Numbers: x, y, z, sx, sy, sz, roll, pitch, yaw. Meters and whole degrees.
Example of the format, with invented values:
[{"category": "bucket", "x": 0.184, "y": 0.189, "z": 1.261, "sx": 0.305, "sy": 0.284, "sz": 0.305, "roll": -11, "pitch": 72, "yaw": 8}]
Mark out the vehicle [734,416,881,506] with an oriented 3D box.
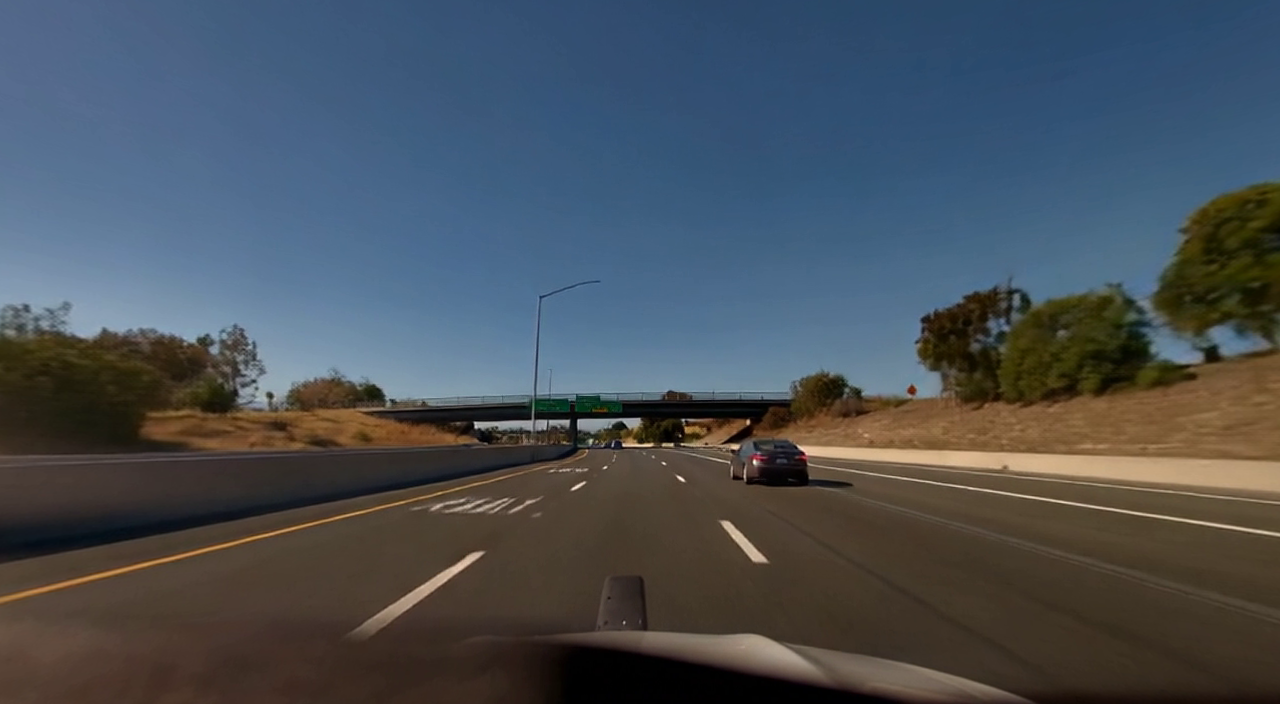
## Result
[{"category": "vehicle", "x": 3.557, "y": 2.434, "z": 14.500, "sx": 2.039, "sy": 1.701, "sz": 4.834, "roll": 0, "pitch": -8, "yaw": 0}]
